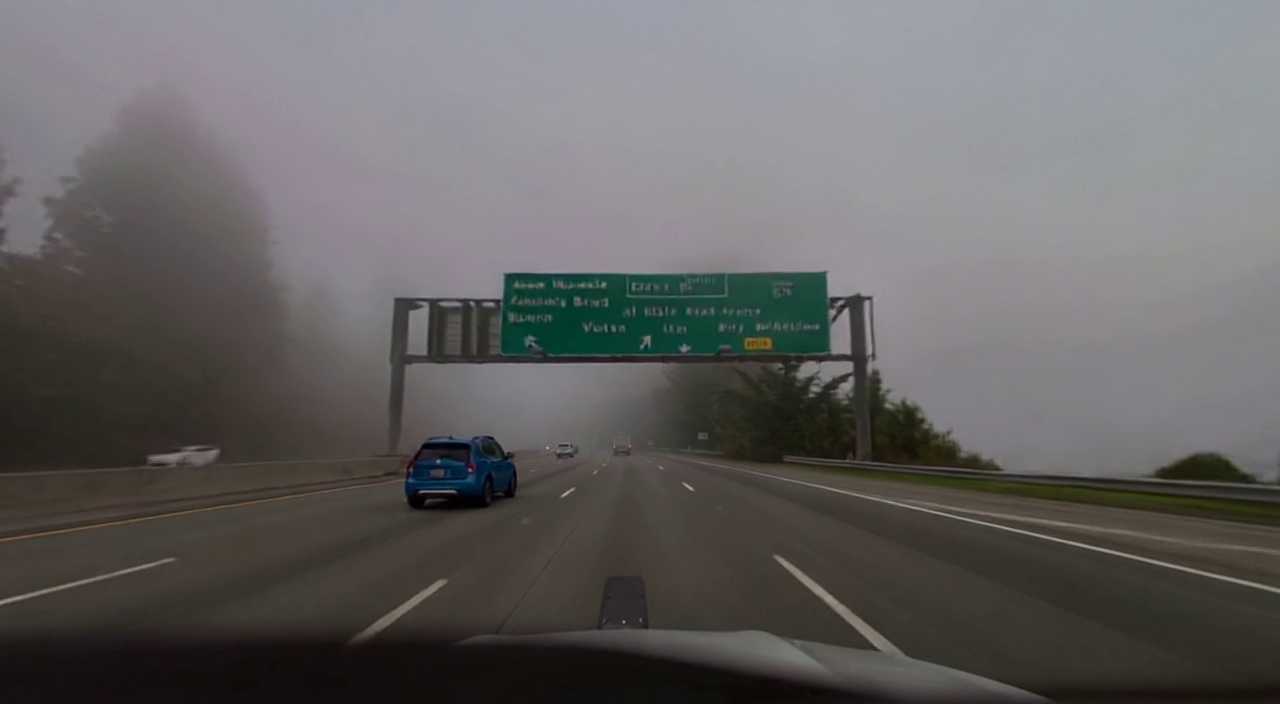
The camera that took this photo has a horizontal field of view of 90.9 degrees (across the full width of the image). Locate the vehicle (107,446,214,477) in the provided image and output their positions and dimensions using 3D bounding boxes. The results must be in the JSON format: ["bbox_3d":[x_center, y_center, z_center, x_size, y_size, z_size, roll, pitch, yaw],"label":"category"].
[{"bbox_3d":[-25.538,5.842,33.859,2.031,1.489,4.795,0,-8,-1],"label":"vehicle"}]

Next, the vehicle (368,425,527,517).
[{"bbox_3d":[-4.068,2.585,14.284,2.162,1.724,4.537,0,-8,0],"label":"vehicle"}]
